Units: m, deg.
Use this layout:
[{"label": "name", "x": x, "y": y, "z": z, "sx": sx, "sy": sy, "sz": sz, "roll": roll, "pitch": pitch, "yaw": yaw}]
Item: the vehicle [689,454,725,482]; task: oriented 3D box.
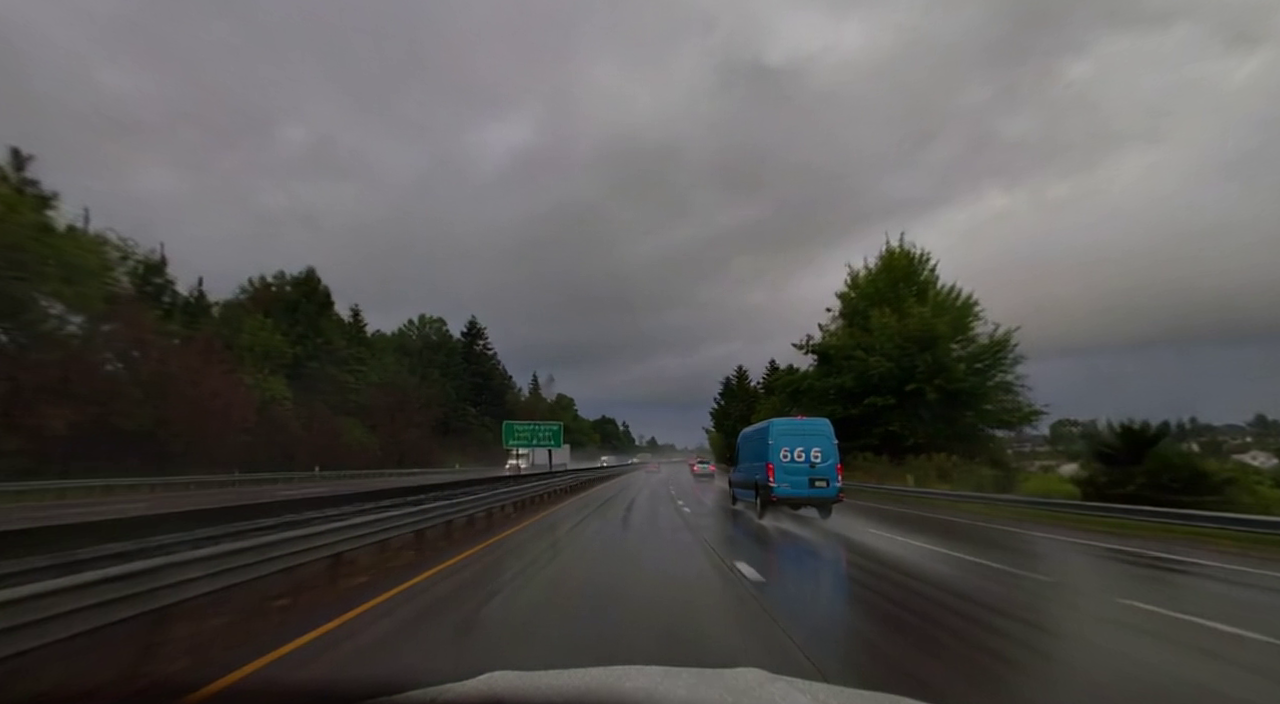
[{"label": "vehicle", "x": 4.978, "y": 8.722, "z": 47.379, "sx": 2.224, "sy": 1.997, "sz": 4.652, "roll": 0, "pitch": -11, "yaw": 1}]

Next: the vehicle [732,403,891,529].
[{"label": "vehicle", "x": 4.013, "y": 2.925, "z": 16.171, "sx": 2.366, "sy": 2.595, "sz": 5.793, "roll": 1, "pitch": -11, "yaw": -1}]
